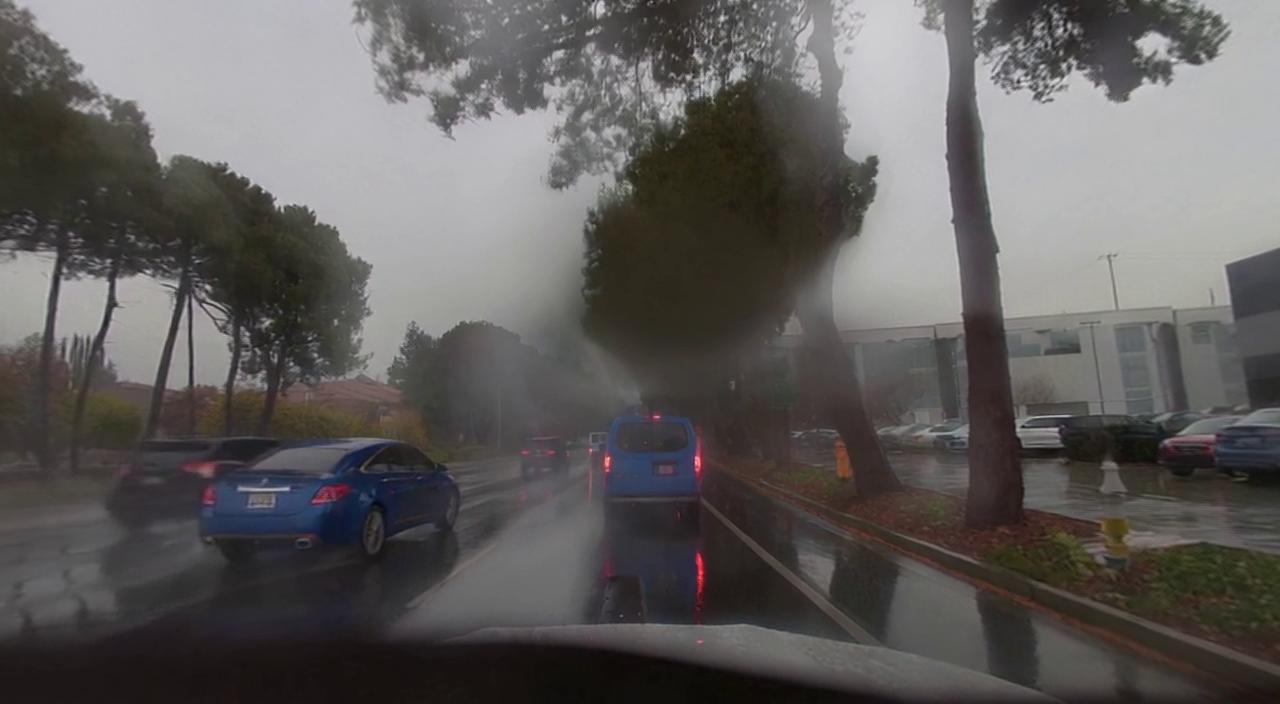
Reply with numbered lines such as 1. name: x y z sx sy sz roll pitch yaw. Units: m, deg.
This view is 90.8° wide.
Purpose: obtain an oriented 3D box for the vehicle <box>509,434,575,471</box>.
1. vehicle: -4.866 5.096 32.171 2.116 1.714 4.757 -1 -9 7

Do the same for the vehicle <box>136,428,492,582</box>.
1. vehicle: -3.744 1.836 8.567 1.991 1.459 4.813 -1 -9 4

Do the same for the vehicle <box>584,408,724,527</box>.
1. vehicle: 0.298 2.120 12.009 2.173 1.830 4.189 0 -9 2
